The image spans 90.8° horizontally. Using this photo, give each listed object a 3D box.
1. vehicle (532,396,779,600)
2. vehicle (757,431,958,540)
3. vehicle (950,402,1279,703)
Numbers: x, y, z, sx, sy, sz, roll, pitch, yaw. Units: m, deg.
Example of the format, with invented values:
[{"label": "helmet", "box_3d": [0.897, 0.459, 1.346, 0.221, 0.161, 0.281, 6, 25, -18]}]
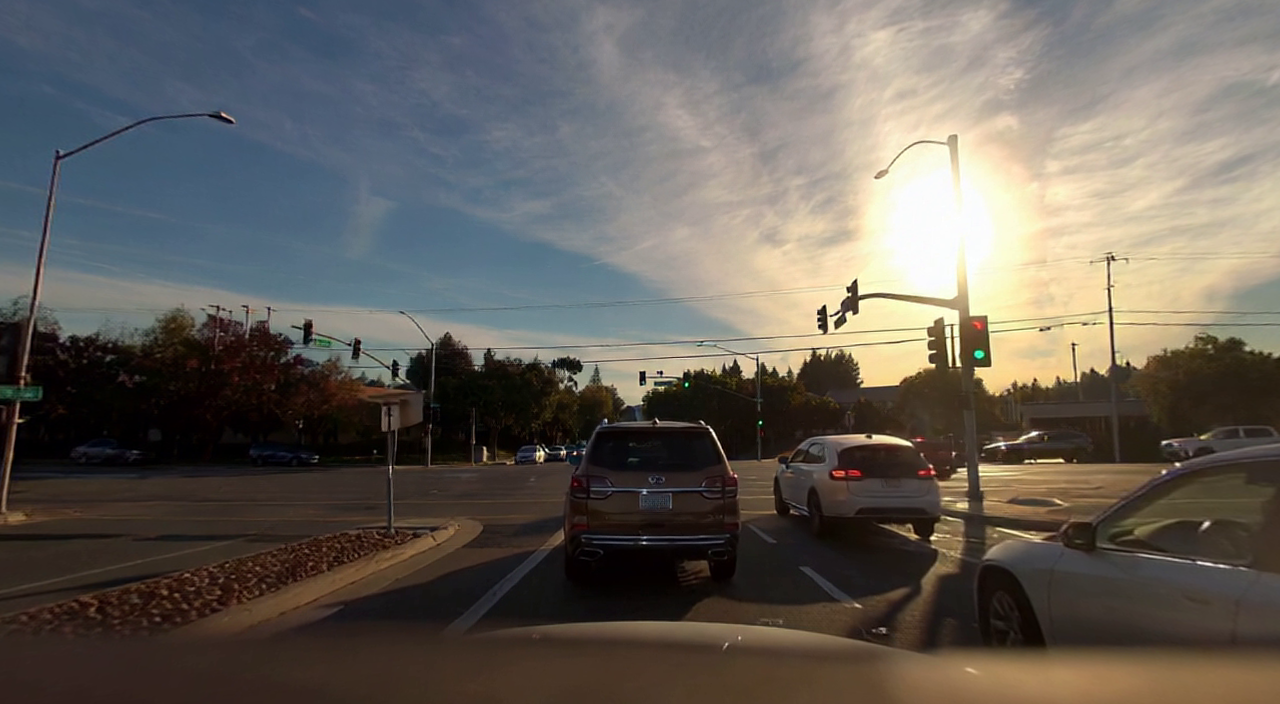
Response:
[{"label": "vehicle", "box_3d": [0.125, 1.620, 7.898, 2.170, 1.793, 4.468, 0, -8, 0]}, {"label": "vehicle", "box_3d": [3.454, 2.184, 11.008, 1.861, 1.495, 4.215, 0, -8, -2]}, {"label": "vehicle", "box_3d": [3.164, 0.908, 2.150, 1.924, 1.466, 4.461, 0, -8, 0]}]
